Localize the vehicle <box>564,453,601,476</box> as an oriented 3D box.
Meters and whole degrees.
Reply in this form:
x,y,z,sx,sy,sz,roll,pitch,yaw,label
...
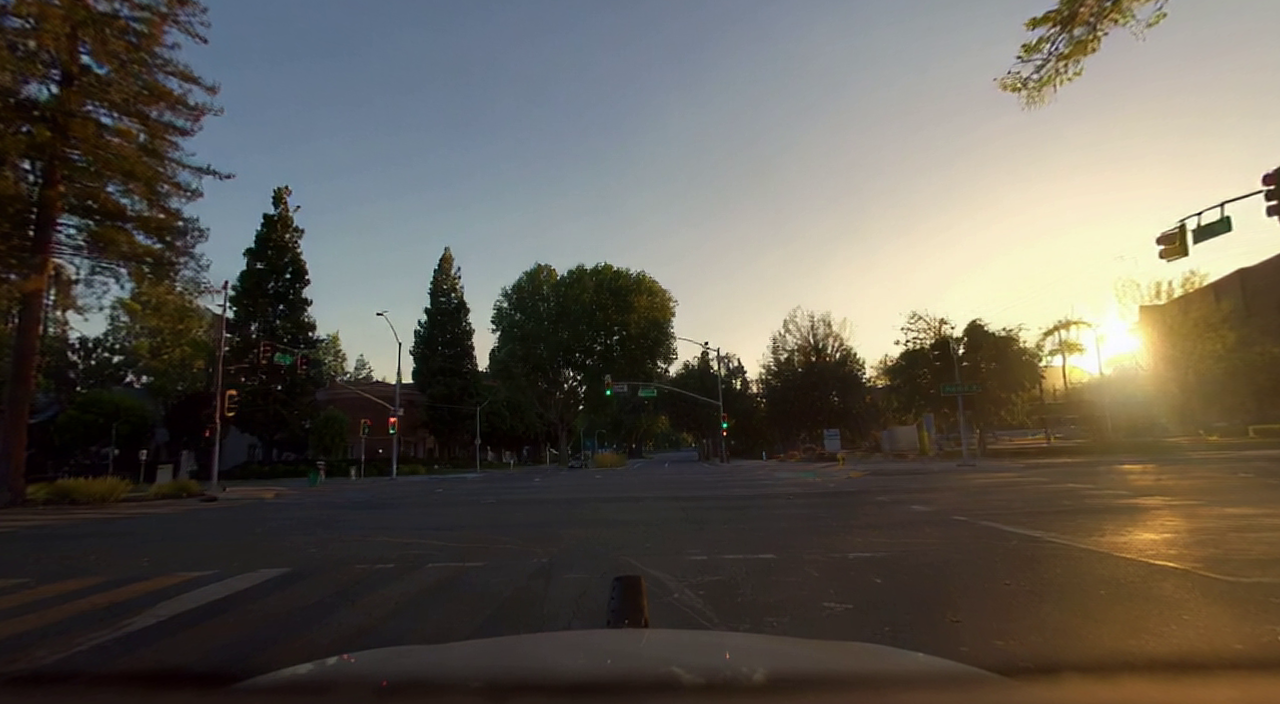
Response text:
x,y,z,sx,sy,sz,roll,pitch,yaw,label
-4.457,8.849,49.831,2.030,1.704,4.205,-1,-8,7,vehicle
